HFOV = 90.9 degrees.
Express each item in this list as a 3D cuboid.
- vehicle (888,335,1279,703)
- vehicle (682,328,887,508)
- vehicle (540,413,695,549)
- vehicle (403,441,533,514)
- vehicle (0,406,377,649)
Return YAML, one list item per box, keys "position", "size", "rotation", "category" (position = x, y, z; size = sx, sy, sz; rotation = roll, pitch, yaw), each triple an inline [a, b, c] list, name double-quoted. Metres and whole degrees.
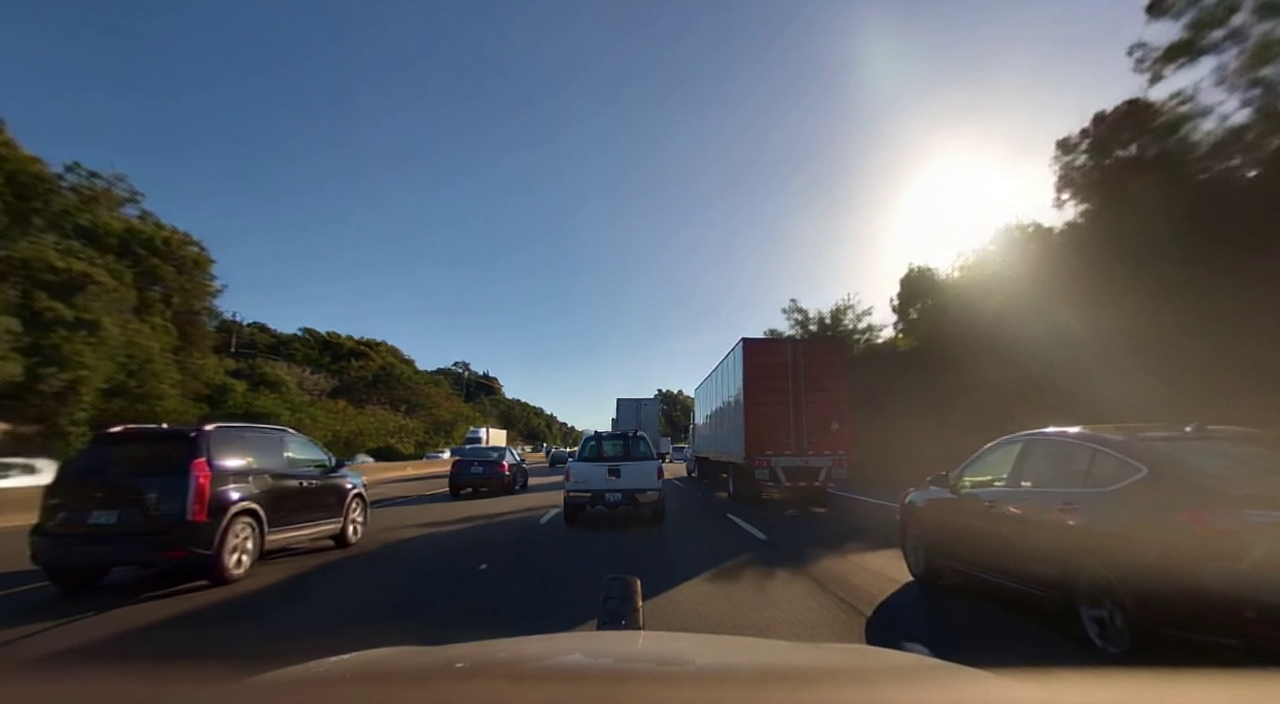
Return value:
- position: [3.657, 1.076, 4.225]
  size: [2.076, 1.751, 4.666]
  rotation: [0, -9, 0]
  category: "vehicle"
- position: [3.786, 2.677, 22.153]
  size: [3.186, 4.111, 15.553]
  rotation: [0, -9, -1]
  category: "vehicle"
- position: [-0.311, 2.039, 10.516]
  size: [2.037, 1.792, 4.194]
  rotation: [0, -9, 0]
  category: "vehicle"
- position: [-3.968, 2.971, 15.401]
  size: [1.923, 1.503, 4.293]
  rotation: [0, -9, 1]
  category: "vehicle"
- position: [-4.329, 1.477, 6.216]
  size: [1.789, 1.620, 3.841]
  rotation: [0, -9, 0]
  category: "vehicle"
